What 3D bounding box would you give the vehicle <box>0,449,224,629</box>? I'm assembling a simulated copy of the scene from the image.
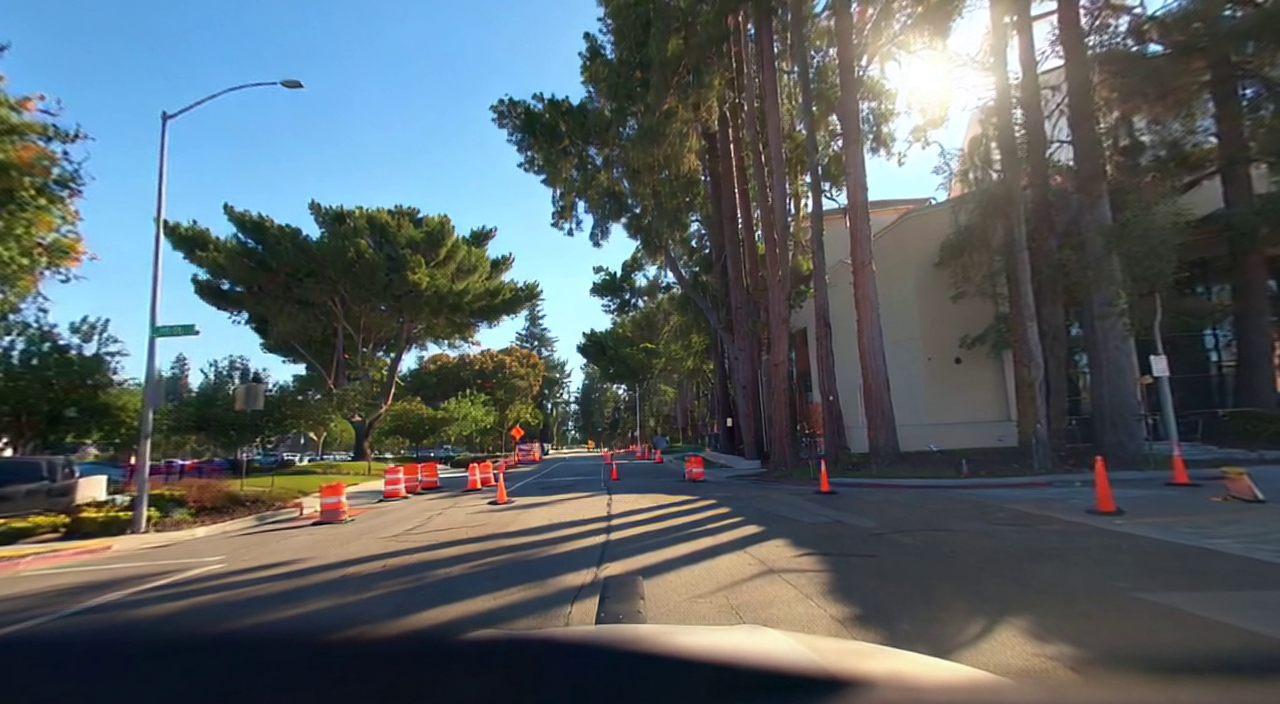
[{"bbox_3d":[-7.625,1.780,5.855,2.961,1.701,7.563,1,-8,-5],"label":"vehicle"}]
